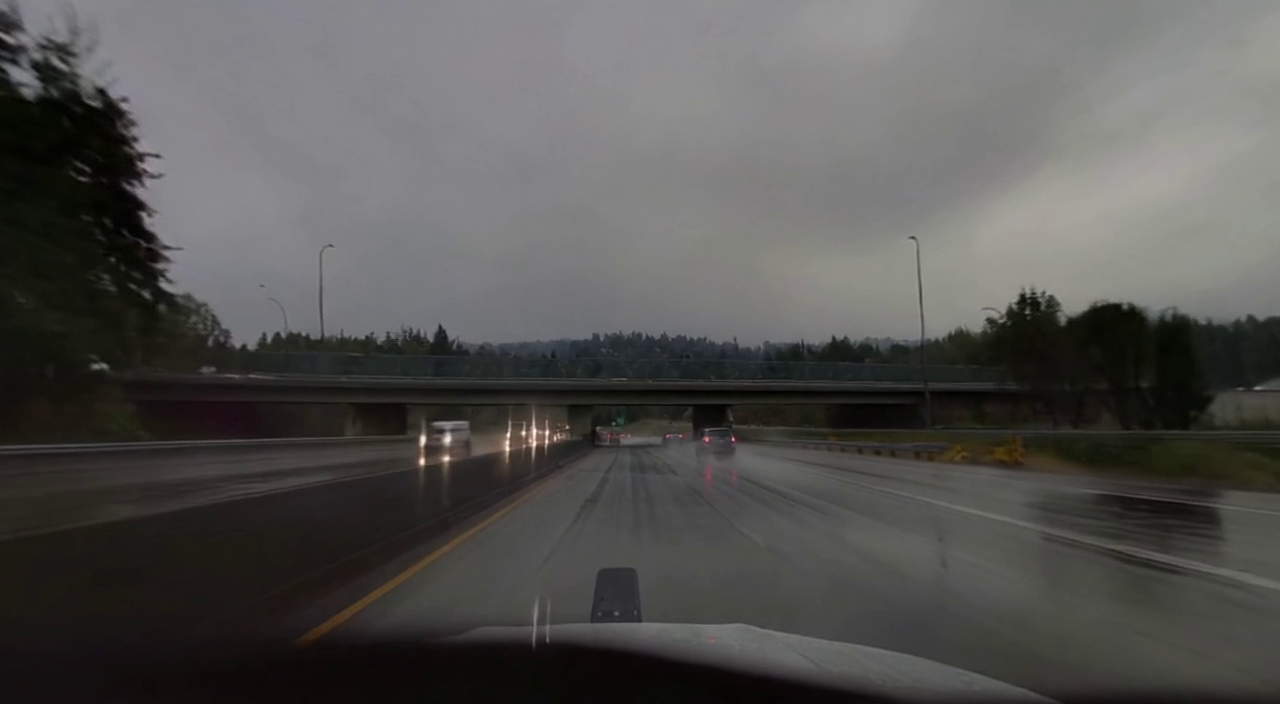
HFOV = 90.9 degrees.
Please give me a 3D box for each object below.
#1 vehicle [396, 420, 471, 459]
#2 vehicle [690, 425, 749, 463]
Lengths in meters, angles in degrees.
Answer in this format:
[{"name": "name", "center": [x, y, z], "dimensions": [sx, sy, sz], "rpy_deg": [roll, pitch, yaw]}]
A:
[{"name": "vehicle", "center": [-9.264, 3.958, 28.660], "dimensions": [2.058, 1.632, 4.191], "rpy_deg": [0, -7, -2]}, {"name": "vehicle", "center": [3.413, 4.036, 27.848], "dimensions": [1.938, 1.578, 3.764], "rpy_deg": [0, -7, -3]}]
